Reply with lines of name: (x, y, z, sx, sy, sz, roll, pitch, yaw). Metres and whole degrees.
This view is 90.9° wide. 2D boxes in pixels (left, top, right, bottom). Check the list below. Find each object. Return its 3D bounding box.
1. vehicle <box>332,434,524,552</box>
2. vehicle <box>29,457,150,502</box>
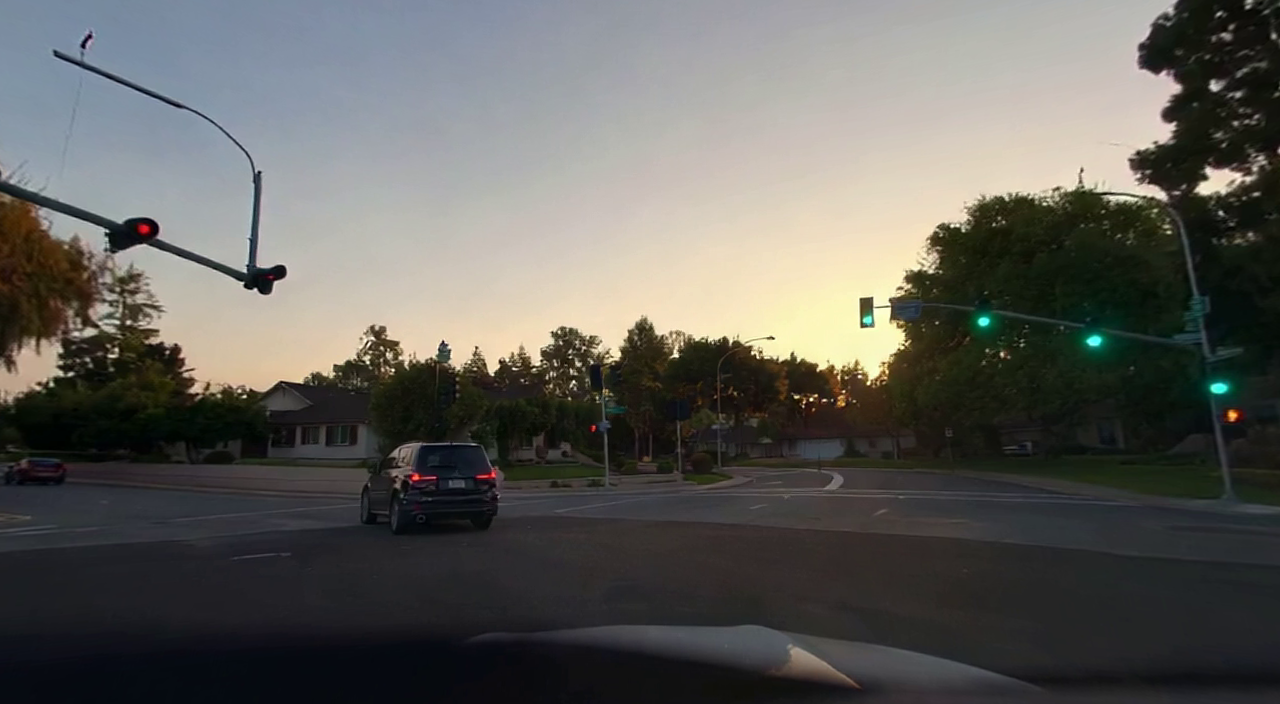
vehicle: (-4.366, 2.595, 12.499, 2.141, 1.833, 4.704, 6, -11, -37)
vehicle: (-20.516, 4.669, 23.456, 4.558, 1.433, 1.983, -5, -10, 31)
